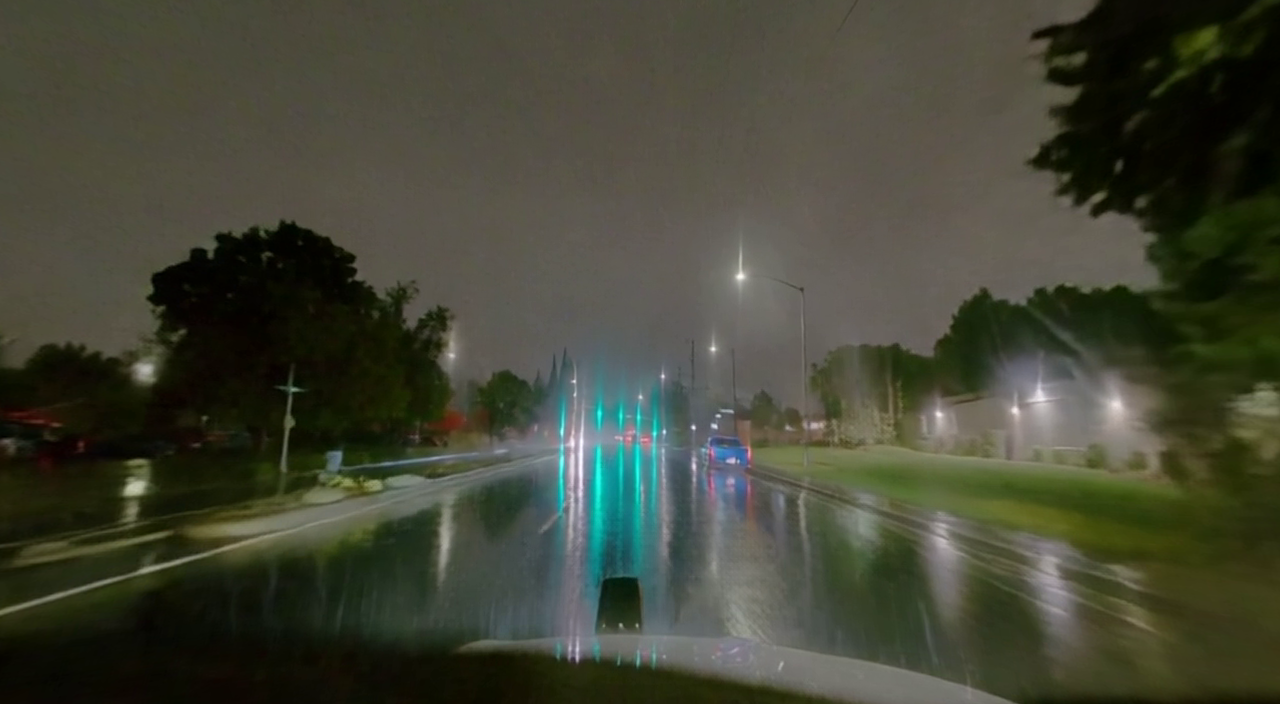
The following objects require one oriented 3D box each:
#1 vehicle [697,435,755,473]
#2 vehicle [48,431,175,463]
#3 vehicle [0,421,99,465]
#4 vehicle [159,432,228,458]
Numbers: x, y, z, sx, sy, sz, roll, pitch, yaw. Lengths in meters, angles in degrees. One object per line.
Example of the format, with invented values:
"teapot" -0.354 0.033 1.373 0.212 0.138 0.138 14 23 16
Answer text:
"vehicle" 3.739 4.461 28.044 1.942 1.502 4.244 0 -7 0
"vehicle" -26.812 4.822 32.243 4.450 1.472 1.982 1 -8 -16
"vehicle" -27.554 3.988 27.880 5.295 1.839 2.205 0 -7 2
"vehicle" -27.666 5.755 39.330 1.753 1.424 4.492 0 -7 -11
